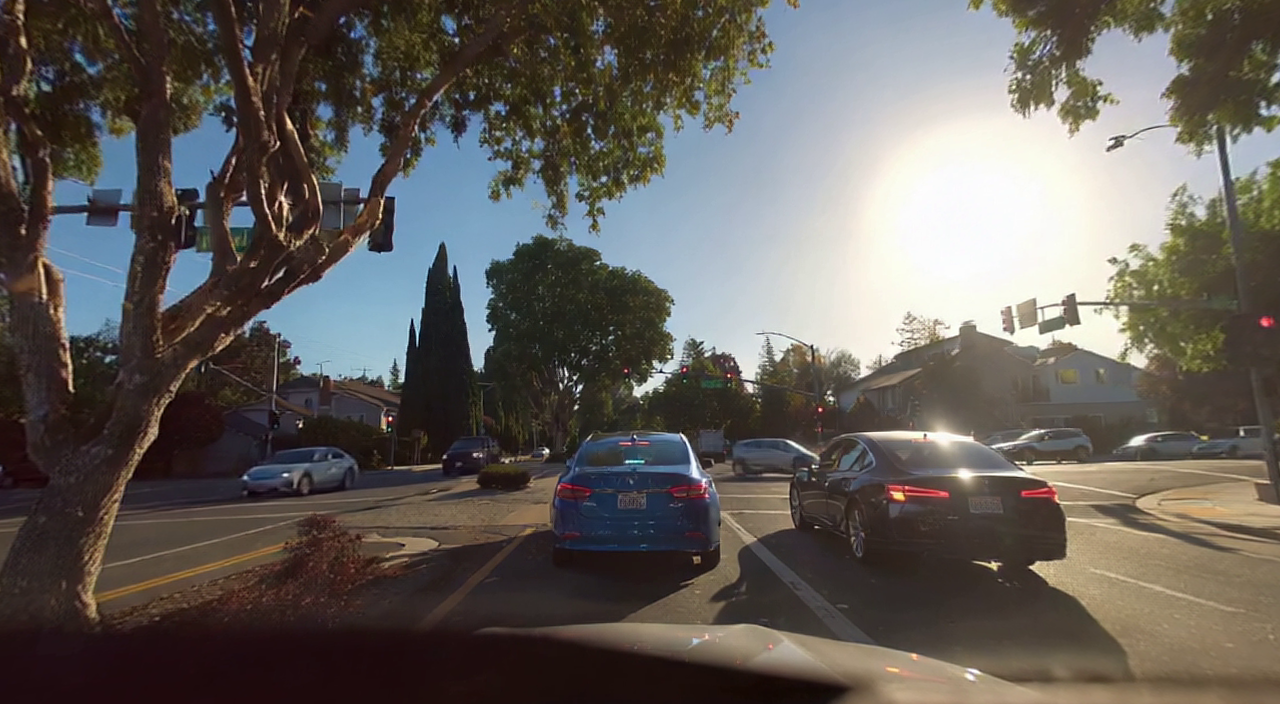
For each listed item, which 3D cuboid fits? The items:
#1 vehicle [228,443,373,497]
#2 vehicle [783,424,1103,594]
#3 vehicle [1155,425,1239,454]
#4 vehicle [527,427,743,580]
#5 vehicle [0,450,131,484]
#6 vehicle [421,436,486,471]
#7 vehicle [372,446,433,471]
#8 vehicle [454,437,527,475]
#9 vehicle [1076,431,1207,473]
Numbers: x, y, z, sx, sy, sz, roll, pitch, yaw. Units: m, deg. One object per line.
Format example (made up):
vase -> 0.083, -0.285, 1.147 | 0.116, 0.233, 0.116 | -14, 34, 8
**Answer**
vehicle -> -11.375, 3.966, 21.724 | 2.102, 1.531, 5.072 | -2, -9, 2
vehicle -> 3.183, 1.716, 7.772 | 1.913, 1.505, 4.097 | 0, -8, 0
vehicle -> 41.684, 6.580, 47.356 | 4.388, 2.079, 1.960 | 0, -8, -3
vehicle -> -0.064, 1.783, 8.258 | 2.103, 1.478, 4.073 | 0, -8, -1
vehicle -> -28.131, 5.609, 31.042 | 4.538, 1.591, 1.949 | 0, -8, 1
vehicle -> -11.039, 6.030, 37.805 | 2.376, 1.916, 4.899 | 0, -8, 0
vehicle -> -16.864, 7.589, 45.132 | 1.893, 1.658, 4.474 | -2, -9, 11
vehicle -> -7.437, 5.224, 32.001 | 2.383, 1.779, 4.973 | 0, -8, 1
vehicle -> 23.962, 4.774, 30.299 | 4.520, 1.762, 2.005 | -1, -8, -1
